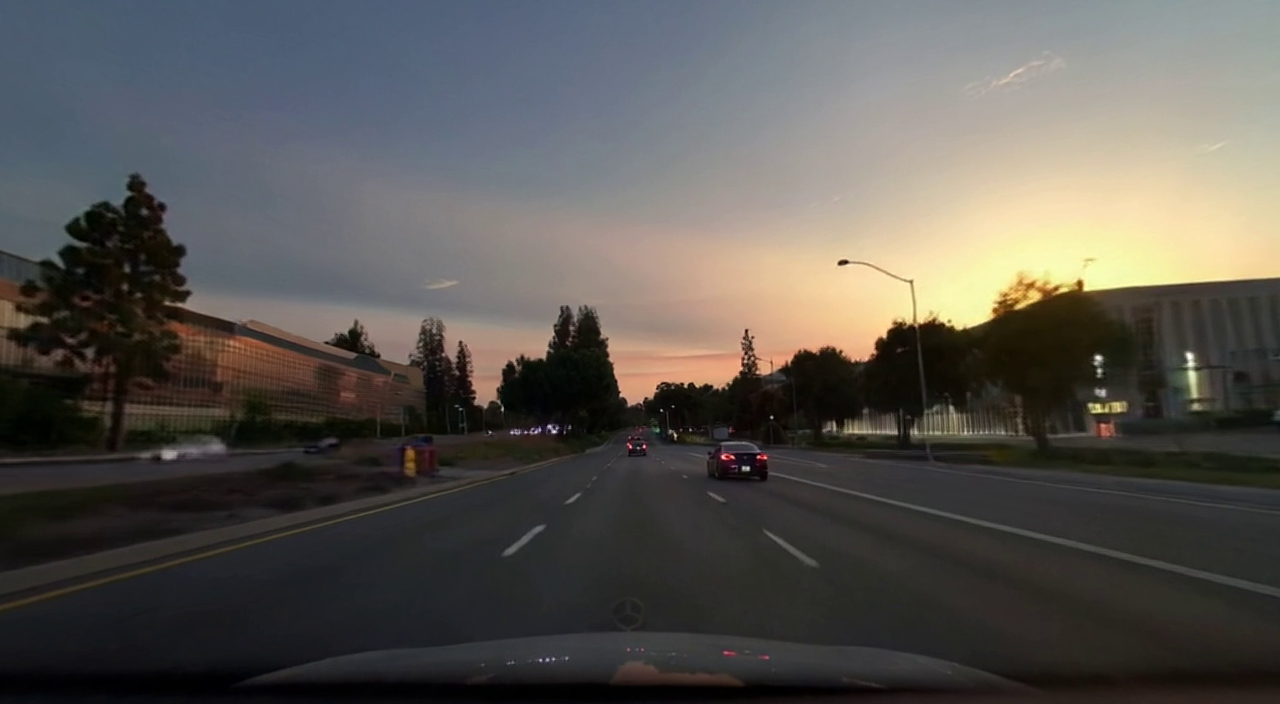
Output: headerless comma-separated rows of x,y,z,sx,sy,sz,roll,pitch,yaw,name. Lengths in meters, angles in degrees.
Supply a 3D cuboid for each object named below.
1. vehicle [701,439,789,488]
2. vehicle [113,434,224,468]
3.377,3.688,21.200,2.069,1.431,4.313,0,-8,-2,vehicle
-21.897,4.621,29.543,1.921,1.480,4.348,0,-8,-2,vehicle
